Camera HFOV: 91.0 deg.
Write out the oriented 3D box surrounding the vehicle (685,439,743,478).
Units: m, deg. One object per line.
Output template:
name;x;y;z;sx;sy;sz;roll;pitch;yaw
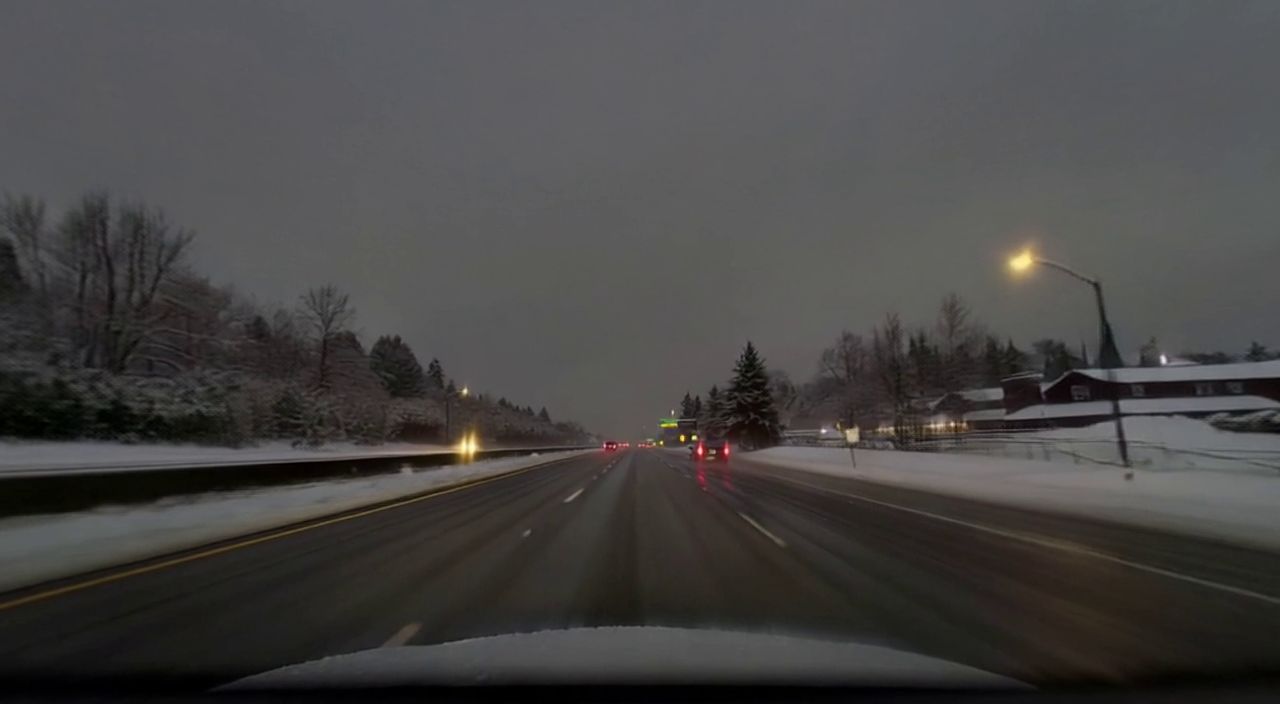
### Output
vehicle;3.198;4.723;28.176;2.085;1.594;4.848;0;-9;0
